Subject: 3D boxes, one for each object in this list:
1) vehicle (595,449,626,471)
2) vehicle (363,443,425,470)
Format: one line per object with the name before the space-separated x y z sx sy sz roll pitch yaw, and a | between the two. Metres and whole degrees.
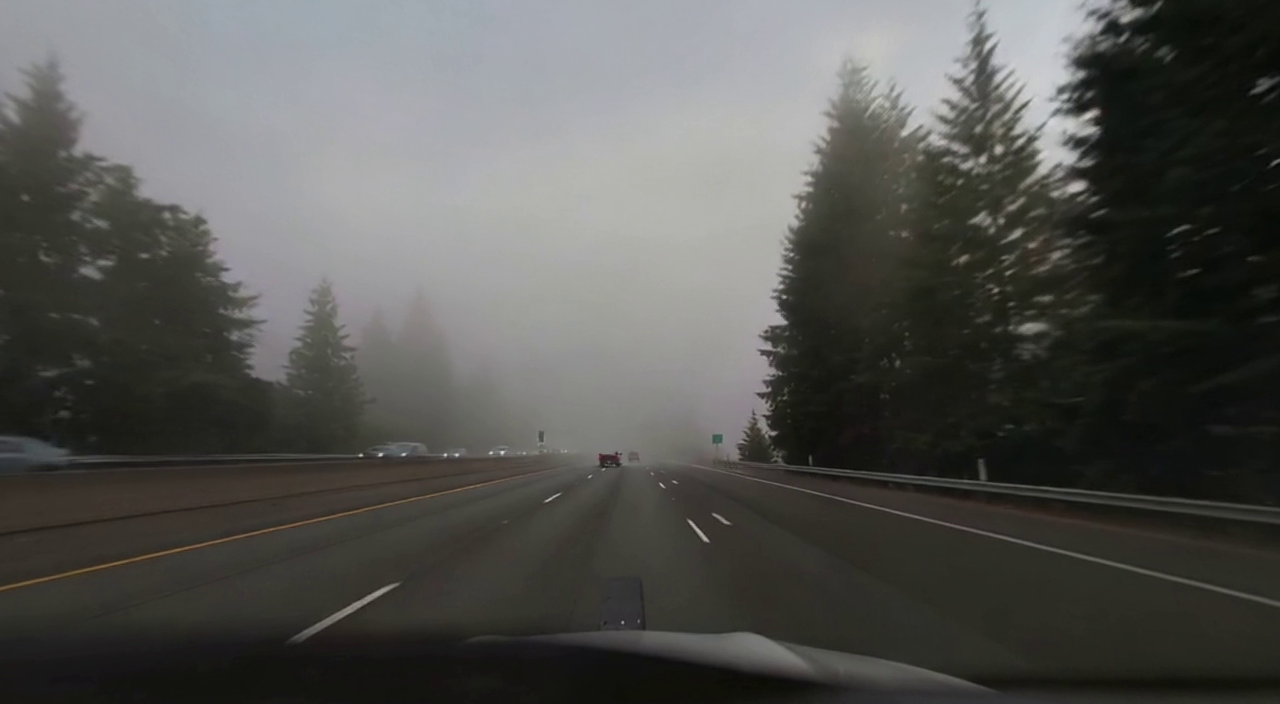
vehicle | -2.095 7.867 46.060 2.011 1.468 3.883 0 -9 1
vehicle | -14.755 6.288 38.063 1.927 1.514 4.550 0 -9 0
